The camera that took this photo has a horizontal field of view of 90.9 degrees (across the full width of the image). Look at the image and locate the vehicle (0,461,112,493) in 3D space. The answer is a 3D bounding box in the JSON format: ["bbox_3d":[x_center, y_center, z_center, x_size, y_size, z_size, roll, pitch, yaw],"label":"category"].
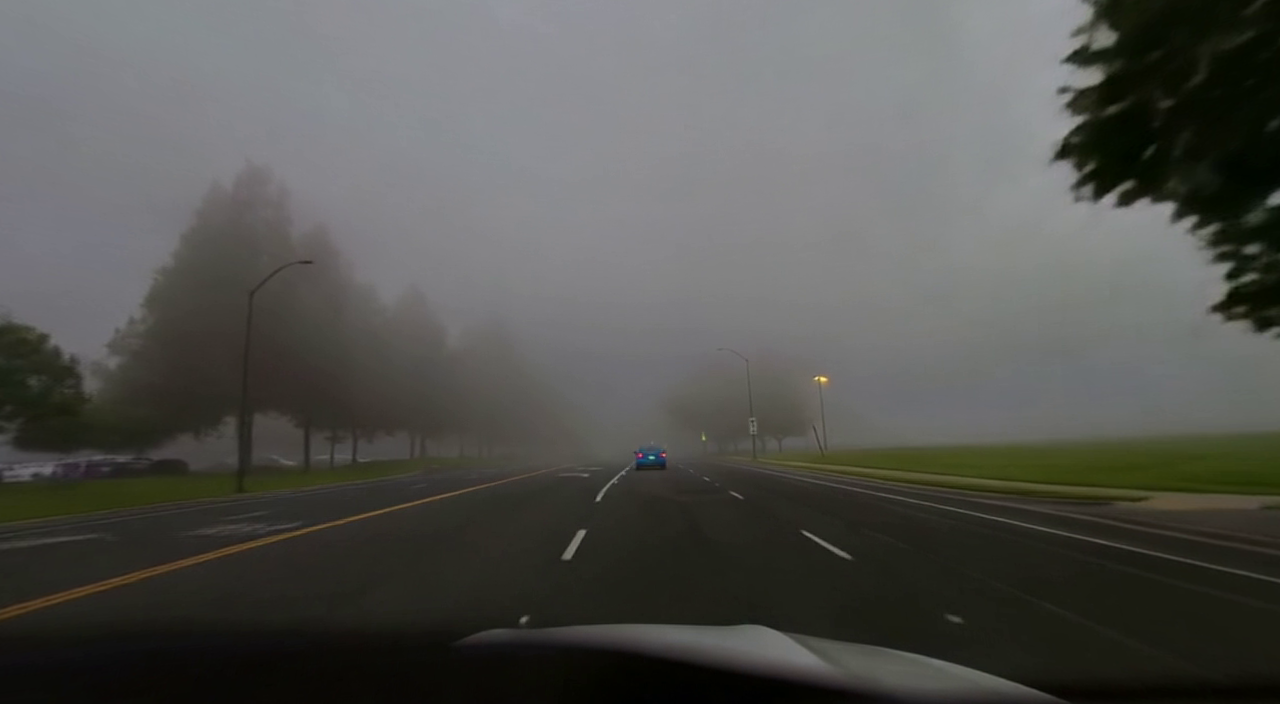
[{"bbox_3d":[-30.117,6.337,32.146,4.617,1.450,1.968,-1,-8,1],"label":"vehicle"}]

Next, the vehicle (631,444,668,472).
[{"bbox_3d":[0.509,6.087,36.570,1.978,1.499,3.915,-1,-8,0],"label":"vehicle"}]
